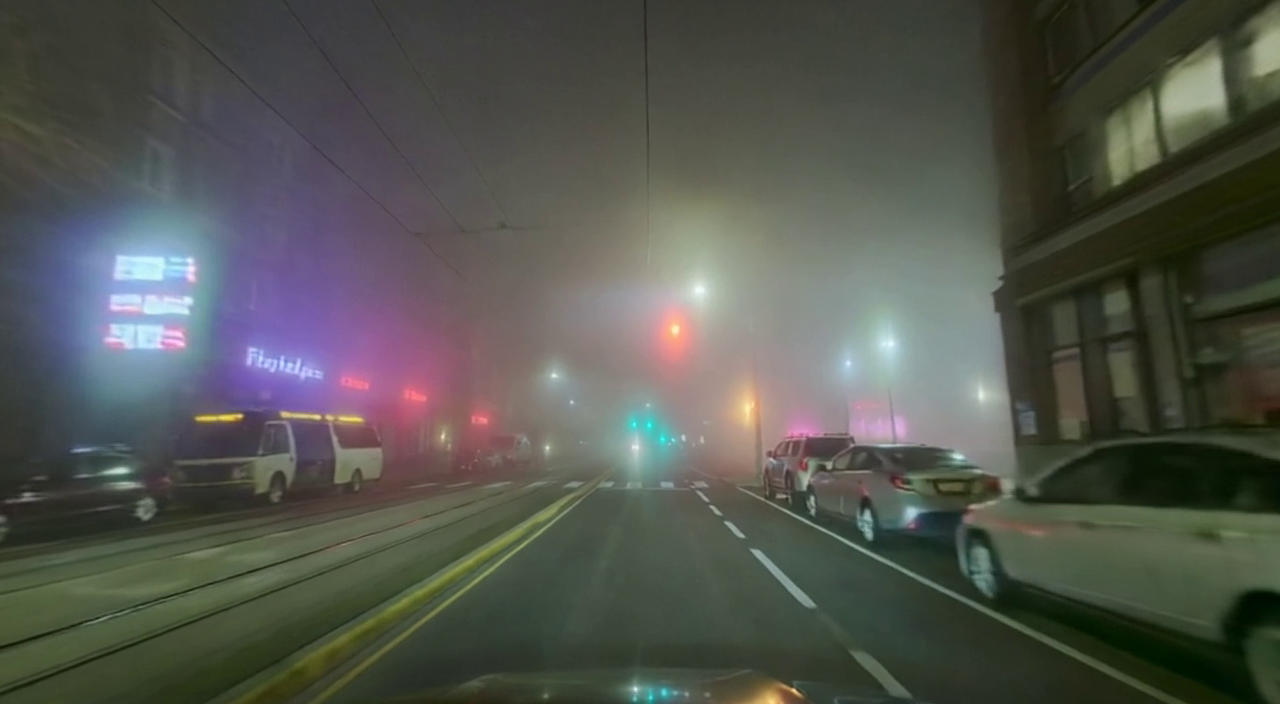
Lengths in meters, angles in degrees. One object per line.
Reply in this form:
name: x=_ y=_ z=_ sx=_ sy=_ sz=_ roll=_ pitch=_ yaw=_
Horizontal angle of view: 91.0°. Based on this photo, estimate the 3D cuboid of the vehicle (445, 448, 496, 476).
vehicle: x=-9.719 y=6.328 z=36.410 sx=1.897 sy=1.464 sz=4.209 roll=0 pitch=-8 yaw=-2

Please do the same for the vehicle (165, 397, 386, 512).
vehicle: x=-10.059 y=2.942 z=18.369 sx=2.291 sy=2.745 sz=6.492 roll=-1 pitch=-9 yaw=2

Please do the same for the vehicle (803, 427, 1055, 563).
vehicle: x=3.786 y=1.913 z=9.213 sx=1.752 sy=1.510 sz=4.191 roll=0 pitch=-8 yaw=1

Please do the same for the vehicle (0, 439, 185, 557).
vehicle: x=-10.012 y=2.255 z=10.229 sx=1.837 sy=1.668 sz=4.354 roll=-1 pitch=-8 yaw=2

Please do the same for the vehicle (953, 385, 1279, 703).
vehicle: x=3.676 y=1.040 z=3.552 sx=1.815 sy=1.537 sz=3.799 roll=0 pitch=-9 yaw=0

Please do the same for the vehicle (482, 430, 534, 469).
vehicle: x=-10.028 y=7.493 z=48.633 sx=2.378 sy=2.765 sz=7.920 roll=0 pitch=-8 yaw=0
